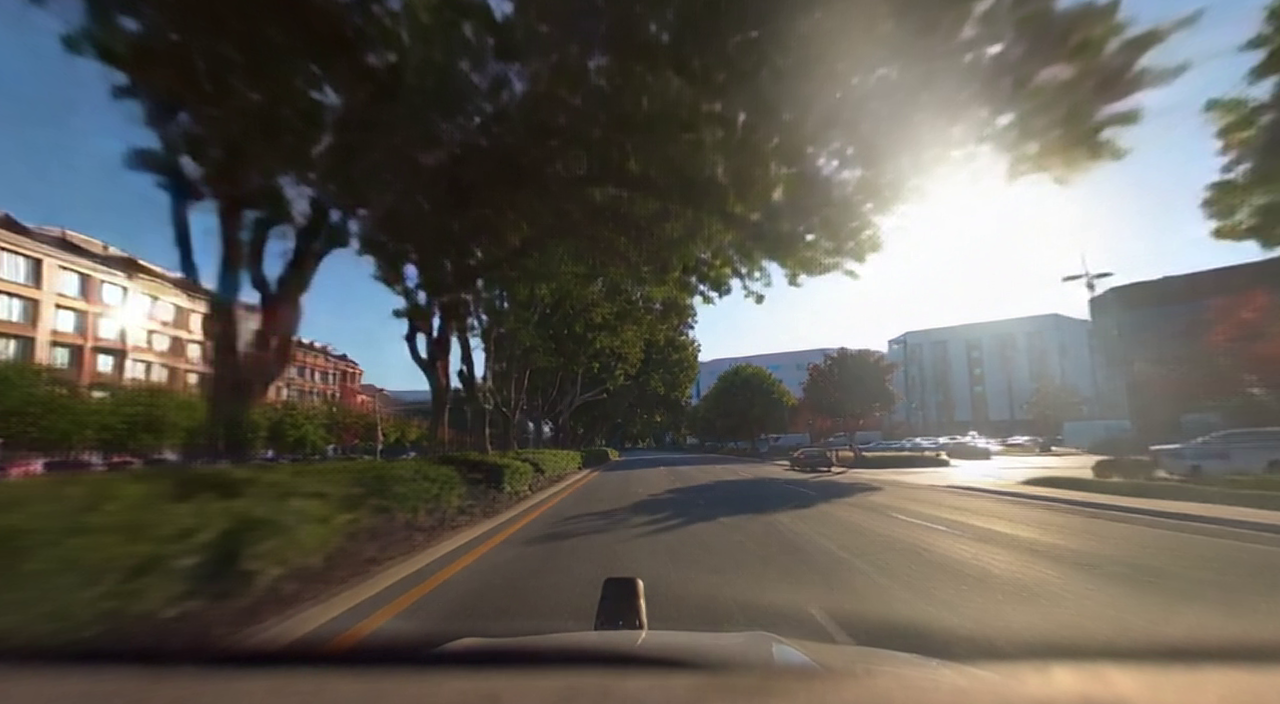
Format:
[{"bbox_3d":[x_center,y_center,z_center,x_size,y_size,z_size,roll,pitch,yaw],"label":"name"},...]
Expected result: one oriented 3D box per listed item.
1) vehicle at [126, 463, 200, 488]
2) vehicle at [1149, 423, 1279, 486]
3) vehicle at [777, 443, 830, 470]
[{"bbox_3d":[-30.646,7.948,40.509,3.440,1.394,1.613,-1,-7,-1],"label":"vehicle"},{"bbox_3d":[19.199,3.090,19.358,2.179,1.767,5.837,-2,-8,0],"label":"vehicle"},{"bbox_3d":[10.079,6.452,39.130,2.013,1.551,4.460,0,-8,-1],"label":"vehicle"}]
